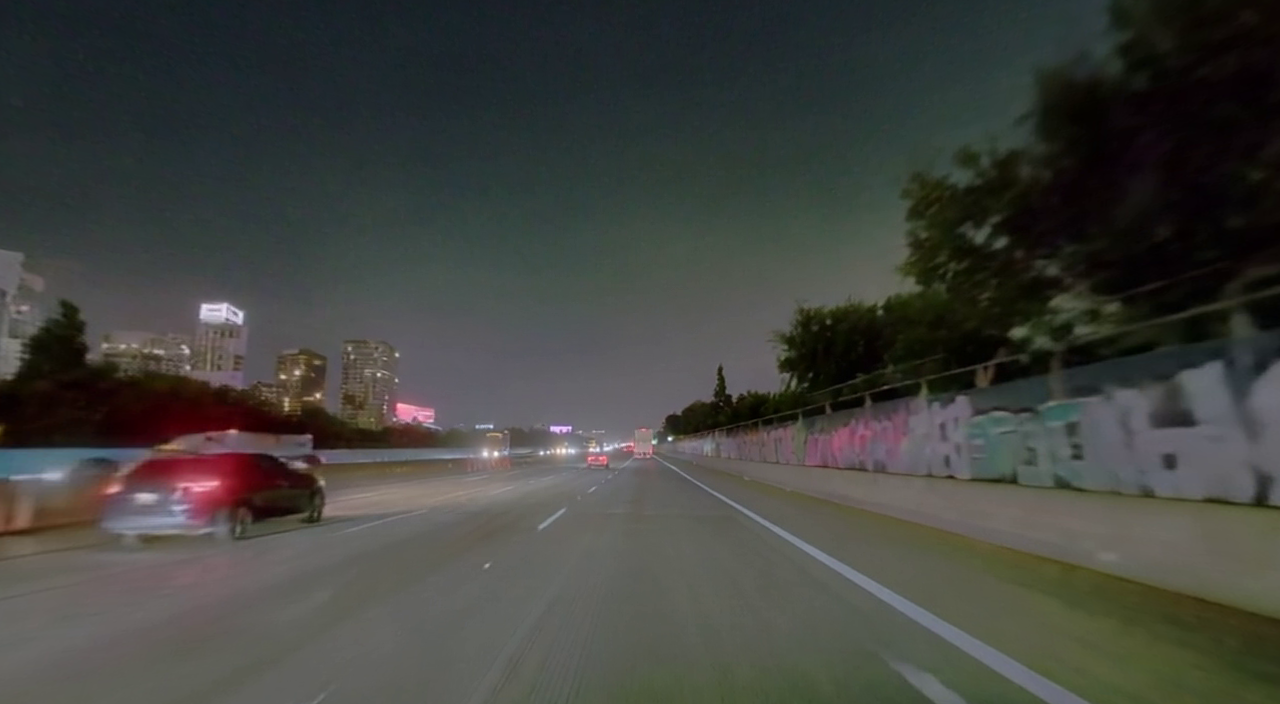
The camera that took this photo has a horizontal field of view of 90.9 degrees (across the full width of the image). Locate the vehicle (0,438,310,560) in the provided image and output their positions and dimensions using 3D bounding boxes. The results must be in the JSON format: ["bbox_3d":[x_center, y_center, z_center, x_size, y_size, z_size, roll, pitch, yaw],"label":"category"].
[{"bbox_3d":[-6.613,2.000,9.095,2.027,1.431,3.033,0,-9,0],"label":"vehicle"}]

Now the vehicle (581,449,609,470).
[{"bbox_3d":[-3.330,8.137,47.767,1.803,1.466,4.509,0,-9,0],"label":"vehicle"}]
